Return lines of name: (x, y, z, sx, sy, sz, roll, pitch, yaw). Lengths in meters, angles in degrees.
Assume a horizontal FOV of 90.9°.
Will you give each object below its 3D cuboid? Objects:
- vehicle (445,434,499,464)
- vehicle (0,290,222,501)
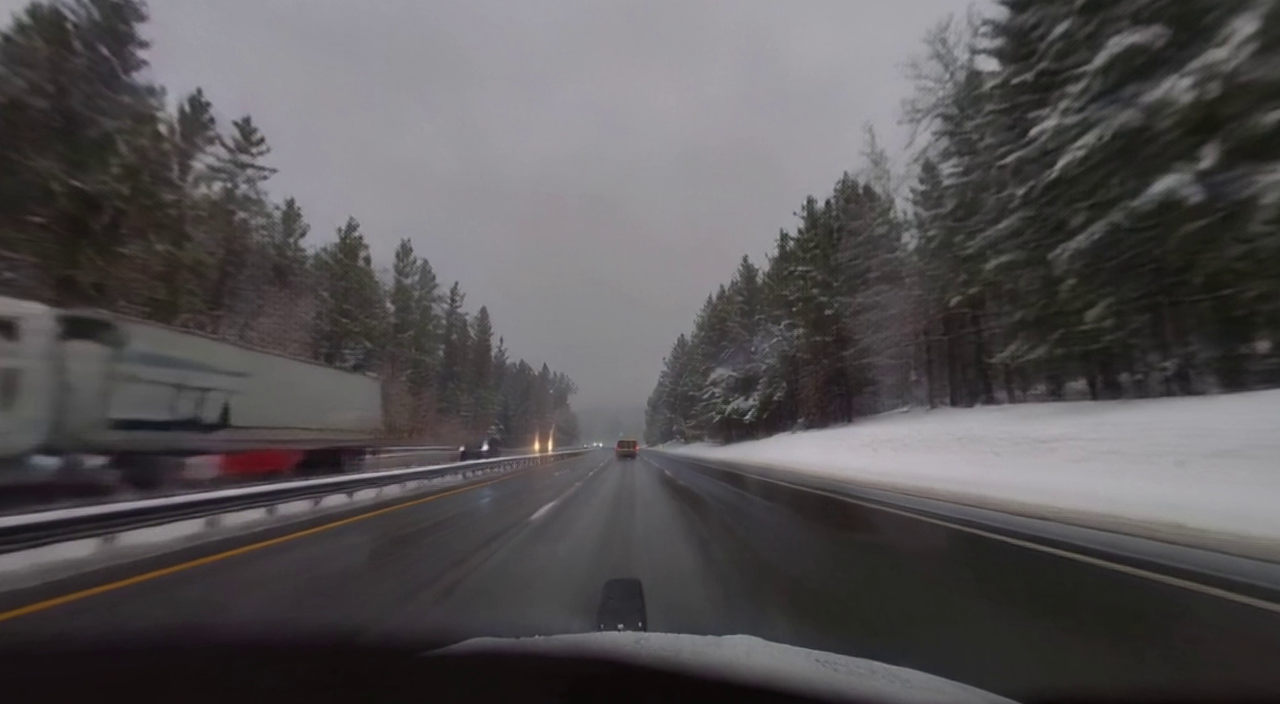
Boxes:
vehicle: (-9.852, 5.760, 37.377, 2.017, 1.646, 4.601, 0, -8, -1)
vehicle: (-13.731, 1.118, 13.992, 3.016, 3.981, 8.399, 0, -8, 0)
